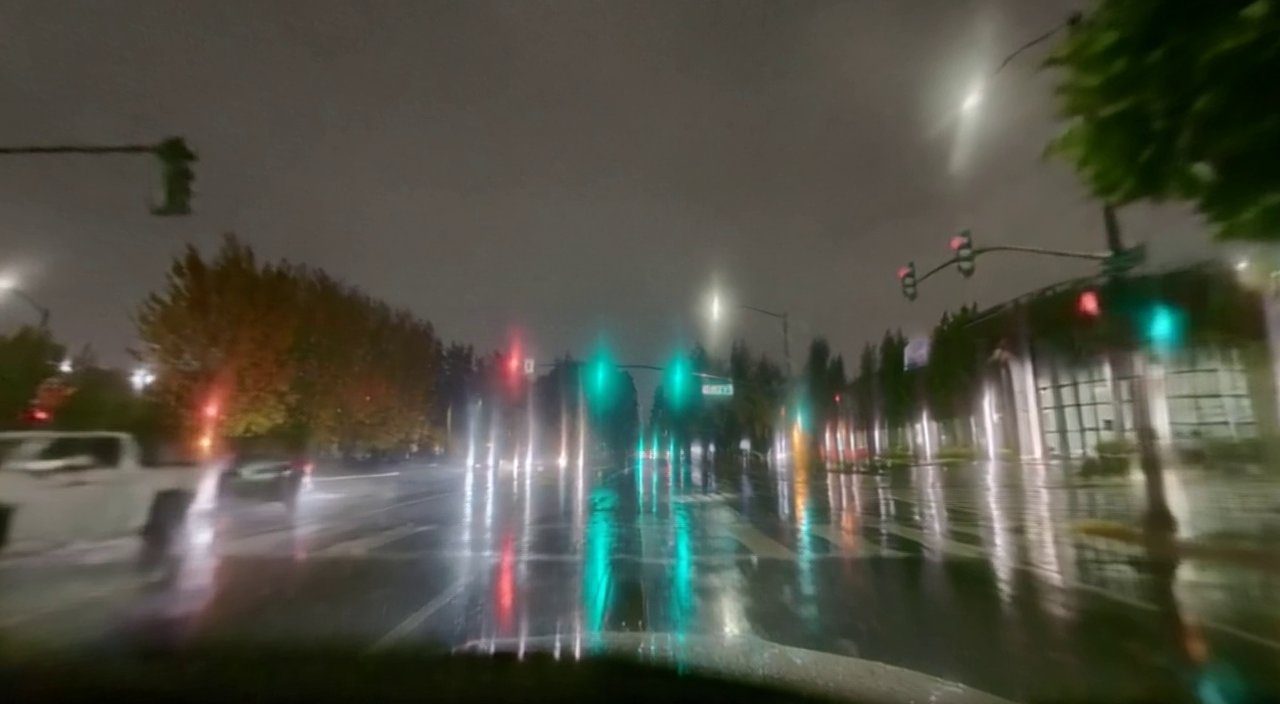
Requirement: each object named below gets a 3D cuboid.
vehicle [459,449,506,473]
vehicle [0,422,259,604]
[{"bbox_3d":[-11.423,7.906,45.787,2.069,1.673,4.853,0,-9,1],"label":"vehicle"},{"bbox_3d":[-6.490,1.566,6.545,1.876,1.570,4.980,0,-9,0],"label":"vehicle"}]
